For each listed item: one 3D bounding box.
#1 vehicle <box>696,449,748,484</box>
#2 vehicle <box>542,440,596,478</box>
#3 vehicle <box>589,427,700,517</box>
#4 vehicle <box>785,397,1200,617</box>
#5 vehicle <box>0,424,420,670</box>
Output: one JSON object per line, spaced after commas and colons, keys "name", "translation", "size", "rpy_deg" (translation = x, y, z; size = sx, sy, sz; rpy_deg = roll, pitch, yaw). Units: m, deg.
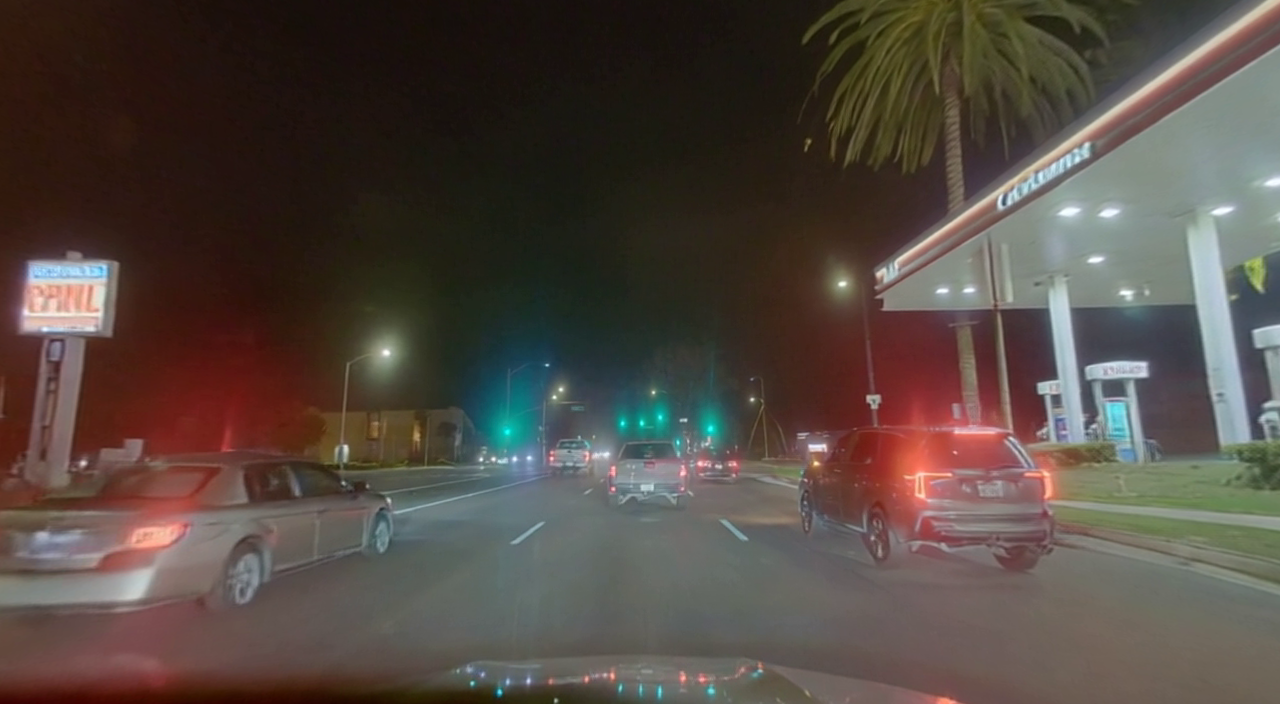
{"name": "vehicle", "translation": [3.648, 5.153, 28.521], "size": [1.901, 1.401, 3.965], "rpy_deg": [0, -8, 1]}
{"name": "vehicle", "translation": [-3.574, 5.509, 32.511], "size": [2.071, 1.811, 4.605], "rpy_deg": [0, -8, 2]}
{"name": "vehicle", "translation": [0.140, 2.882, 15.747], "size": [2.295, 1.835, 5.471], "rpy_deg": [0, -8, 1]}
{"name": "vehicle", "translation": [3.597, 1.702, 8.086], "size": [2.120, 1.828, 5.531], "rpy_deg": [0, -8, 0]}
{"name": "vehicle", "translation": [-4.088, 1.561, 6.314], "size": [1.983, 1.502, 4.720], "rpy_deg": [0, -8, 1]}
